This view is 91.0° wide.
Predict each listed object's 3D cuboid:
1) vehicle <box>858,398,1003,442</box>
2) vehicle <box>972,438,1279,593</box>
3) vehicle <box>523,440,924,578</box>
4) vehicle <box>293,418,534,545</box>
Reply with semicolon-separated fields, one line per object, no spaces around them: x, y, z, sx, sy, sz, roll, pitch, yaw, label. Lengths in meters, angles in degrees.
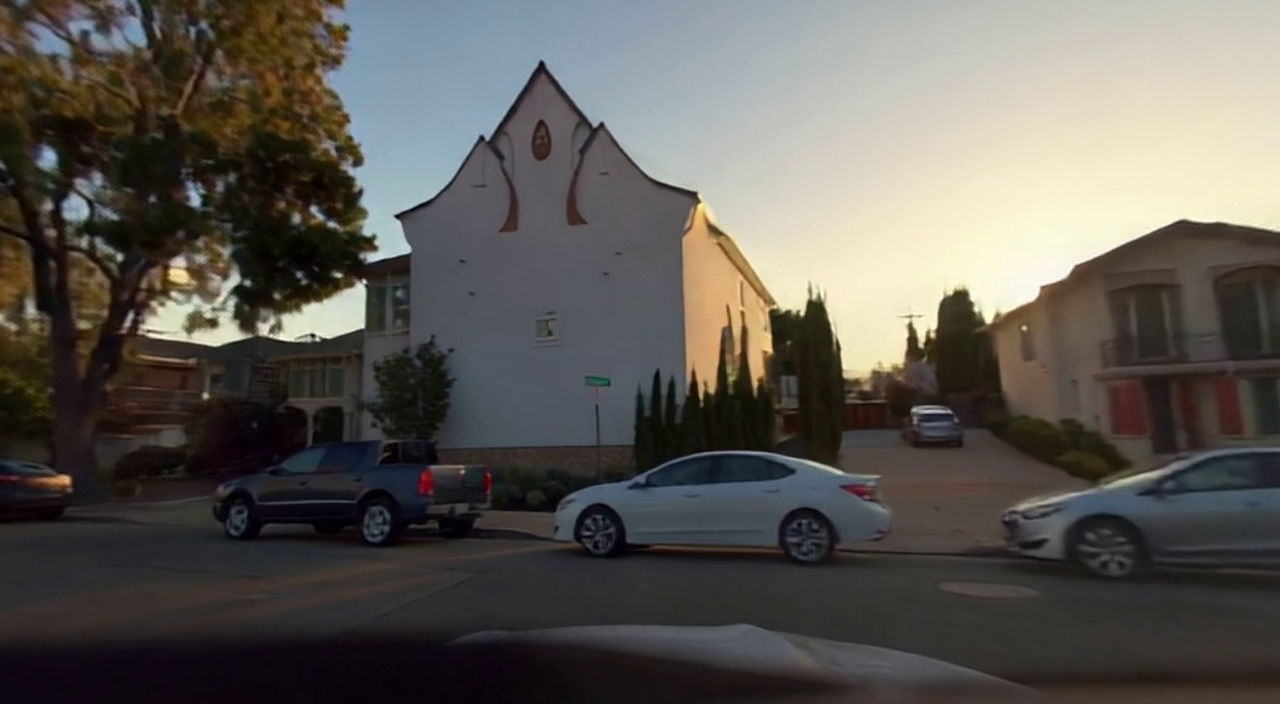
10.495;2.501;23.102;4.565;1.479;1.775;-1;-8;15;vehicle
6.552;1.759;7.077;4.663;1.452;1.801;-1;-8;17;vehicle
1.111;2.047;8.911;5.075;1.436;1.863;-1;-8;17;vehicle
-4.087;2.358;12.404;2.046;1.969;4.585;-3;-8;18;vehicle
